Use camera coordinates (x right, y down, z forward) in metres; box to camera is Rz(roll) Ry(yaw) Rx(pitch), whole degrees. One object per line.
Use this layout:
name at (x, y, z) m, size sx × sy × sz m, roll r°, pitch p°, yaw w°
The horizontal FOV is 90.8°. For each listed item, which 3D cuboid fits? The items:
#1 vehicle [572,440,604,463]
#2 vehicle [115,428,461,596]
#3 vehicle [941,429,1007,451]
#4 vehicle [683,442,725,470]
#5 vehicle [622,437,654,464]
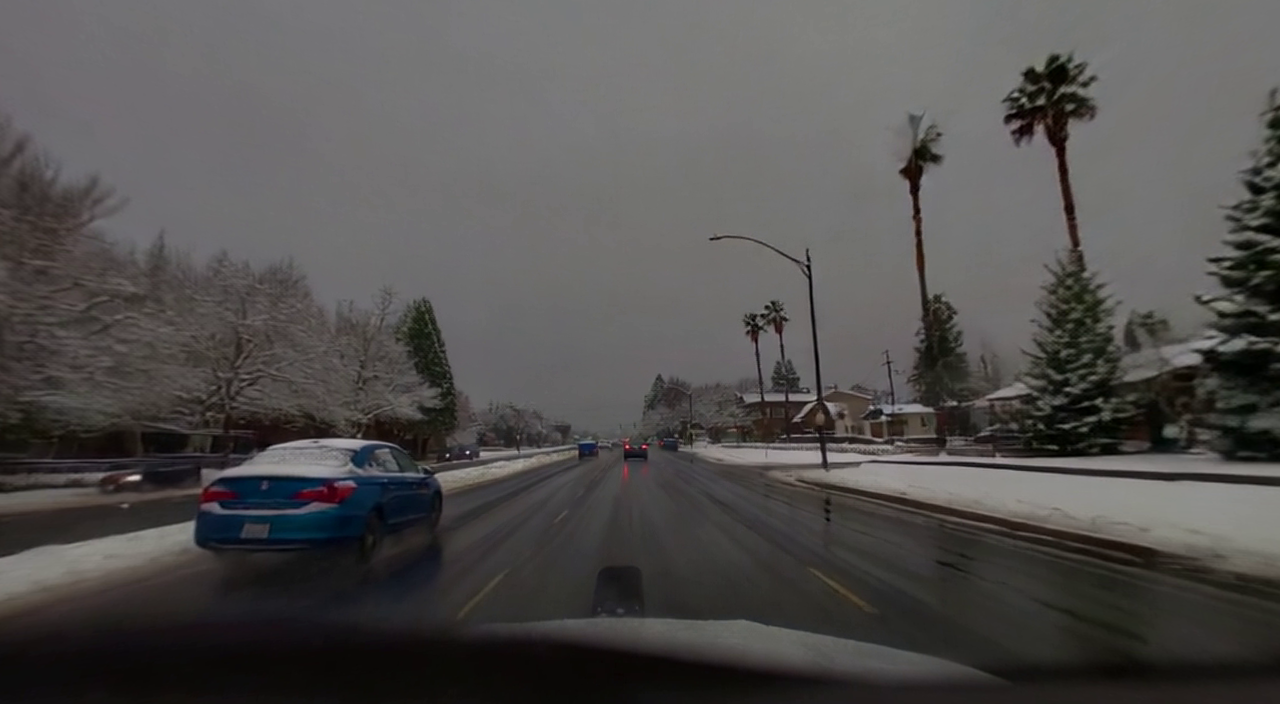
vehicle at (-3.662, 7.098, 45.241) m, size 2.000 × 1.569 × 3.794 m, roll 0°, pitch -8°, yaw -1°
vehicle at (-3.758, 1.749, 7.911) m, size 1.844 × 1.451 × 4.543 m, roll 0°, pitch -8°, yaw -2°
vehicle at (23.712, 6.295, 45.029) m, size 1.754 × 1.504 × 4.090 m, roll 2°, pitch -9°, yaw -14°
vehicle at (3.494, 5.739, 35.159) m, size 1.830 × 1.451 × 4.009 m, roll 0°, pitch -8°, yaw -2°
vehicle at (-0.178, 6.647, 42.801) m, size 2.043 × 1.734 × 4.253 m, roll 0°, pitch -8°, yaw -1°
